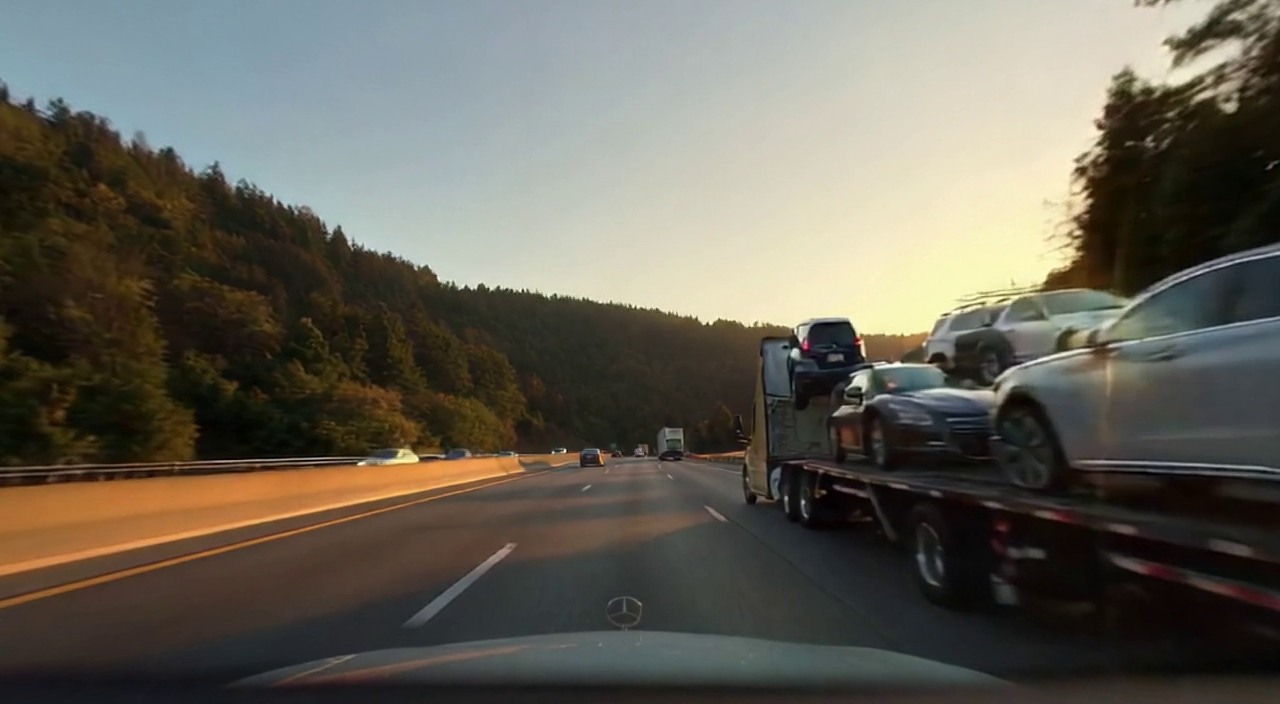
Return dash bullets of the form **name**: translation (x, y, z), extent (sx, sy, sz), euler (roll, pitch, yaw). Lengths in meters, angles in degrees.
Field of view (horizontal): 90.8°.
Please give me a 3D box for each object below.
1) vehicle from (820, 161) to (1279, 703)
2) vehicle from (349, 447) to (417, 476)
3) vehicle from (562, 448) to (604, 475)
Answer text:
- **vehicle**: translation (3.770, 0.427, 2.996), extent (2.800, 2.053, 9.751), euler (0, -9, -1)
- **vehicle**: translation (-14.969, 6.409, 37.069), extent (2.036, 1.561, 4.605), euler (0, -9, 1)
- **vehicle**: translation (-3.346, 6.564, 37.949), extent (2.091, 1.522, 4.301), euler (0, -9, 0)
